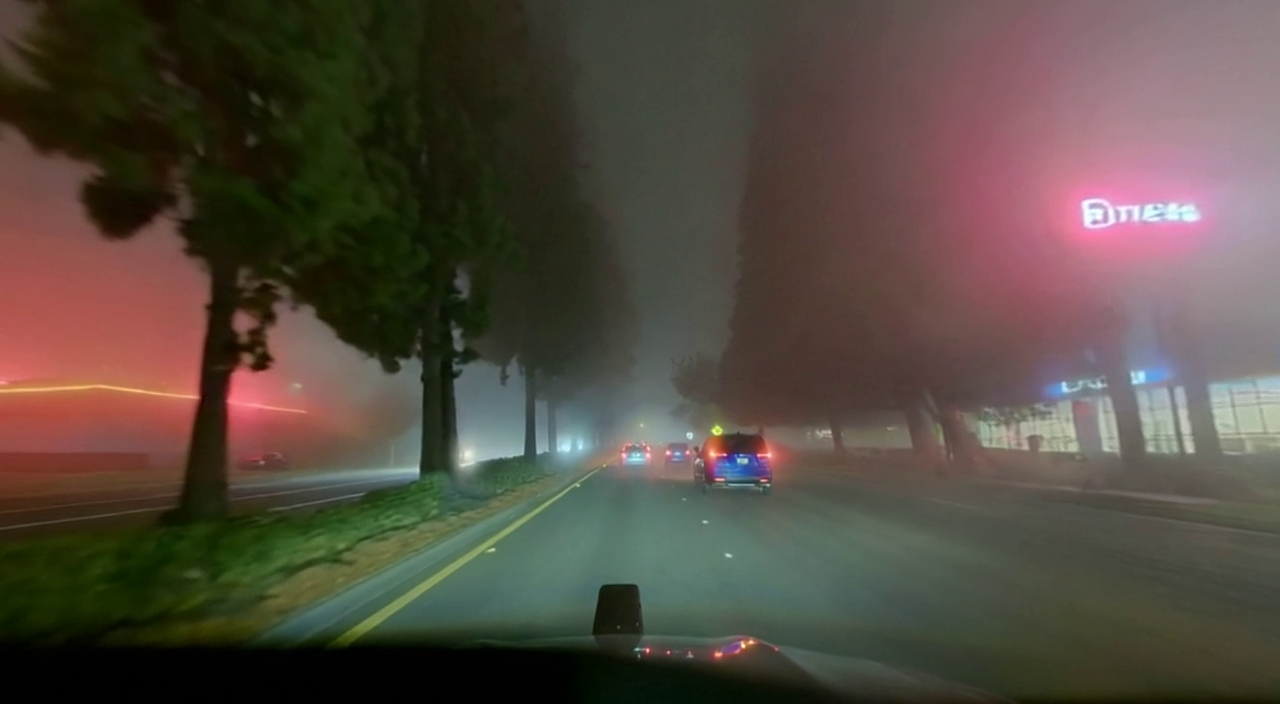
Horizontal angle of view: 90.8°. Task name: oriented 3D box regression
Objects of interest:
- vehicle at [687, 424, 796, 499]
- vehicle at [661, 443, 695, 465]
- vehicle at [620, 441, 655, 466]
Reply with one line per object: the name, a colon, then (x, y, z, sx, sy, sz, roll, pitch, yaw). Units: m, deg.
vehicle: (2.654, 3.016, 17.788, 2.140, 1.811, 4.593, 0, -8, -2)
vehicle: (2.508, 6.856, 42.785, 1.970, 1.402, 3.756, 0, -8, -2)
vehicle: (-0.178, 6.270, 39.081, 2.056, 1.440, 3.798, 0, -8, -1)
